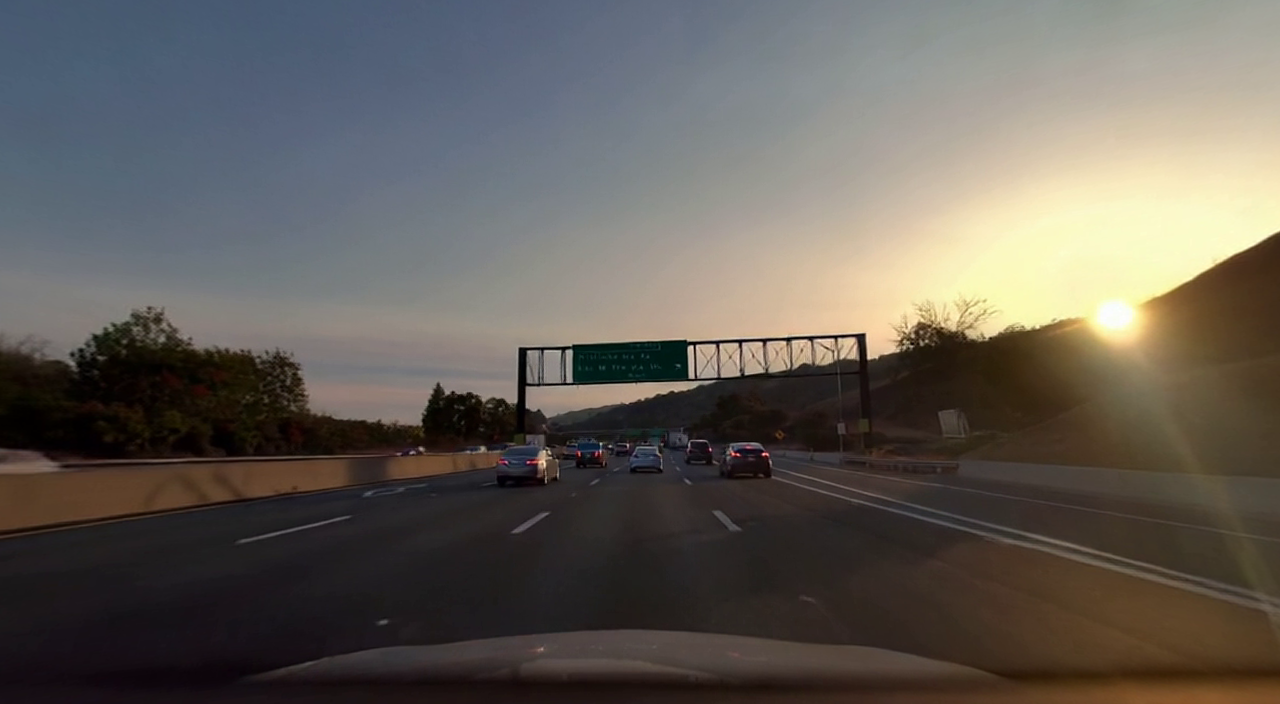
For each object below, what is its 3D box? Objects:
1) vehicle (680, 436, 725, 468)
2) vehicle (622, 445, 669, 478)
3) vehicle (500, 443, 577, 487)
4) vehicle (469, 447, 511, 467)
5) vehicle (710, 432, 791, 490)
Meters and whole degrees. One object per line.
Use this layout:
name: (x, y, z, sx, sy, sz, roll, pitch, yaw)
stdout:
vehicle: (4.524, 7.467, 47.061, 2.802, 2.151, 6.579, 0, -9, 1)
vehicle: (0.276, 5.183, 30.074, 2.071, 1.478, 4.130, 0, -9, 1)
vehicle: (-3.708, 4.196, 23.755, 1.996, 1.488, 4.451, 0, -9, 2)
vehicle: (-11.832, 8.278, 49.913, 2.042, 1.526, 4.580, 0, -9, 3)
vehicle: (3.653, 3.709, 21.699, 2.045, 1.768, 4.249, 0, -9, 0)
